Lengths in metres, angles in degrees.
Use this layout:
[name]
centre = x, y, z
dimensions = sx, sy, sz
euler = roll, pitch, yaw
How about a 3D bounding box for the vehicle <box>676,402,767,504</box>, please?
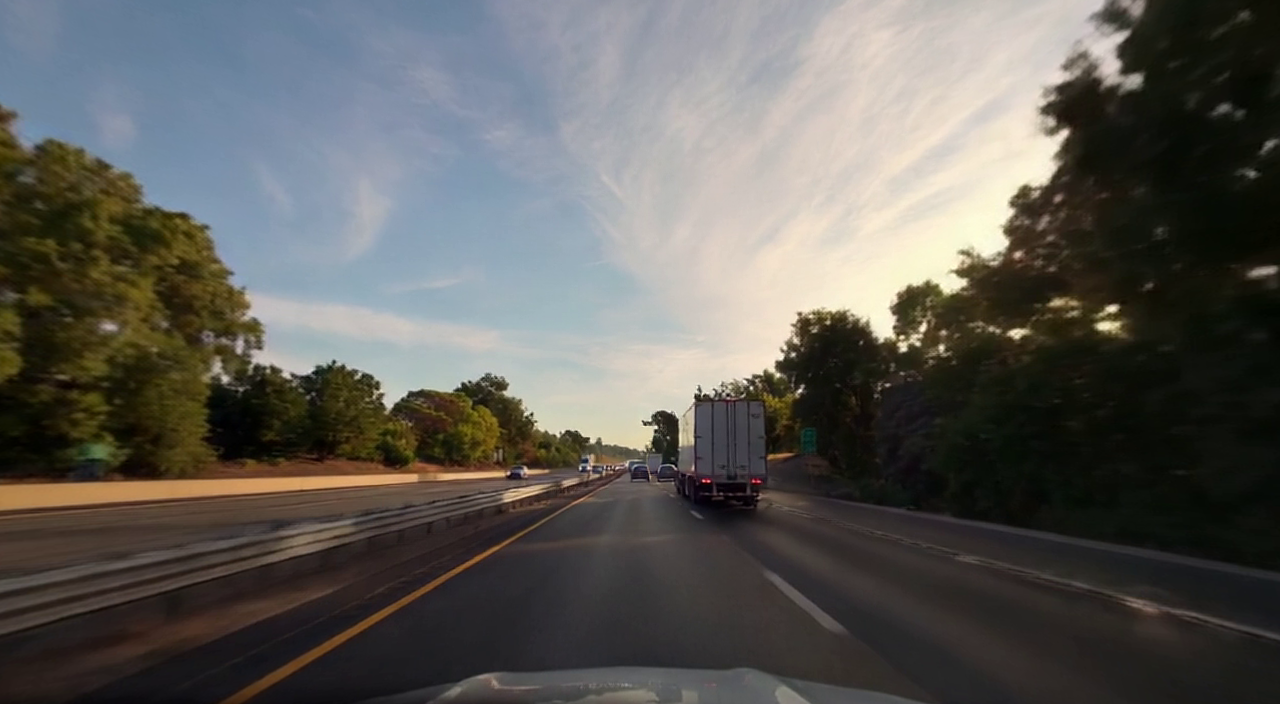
[vehicle]
centre = 3.695, 5.356, 32.613
dimensions = 2.863, 4.088, 14.040
euler = 1, -10, 0
